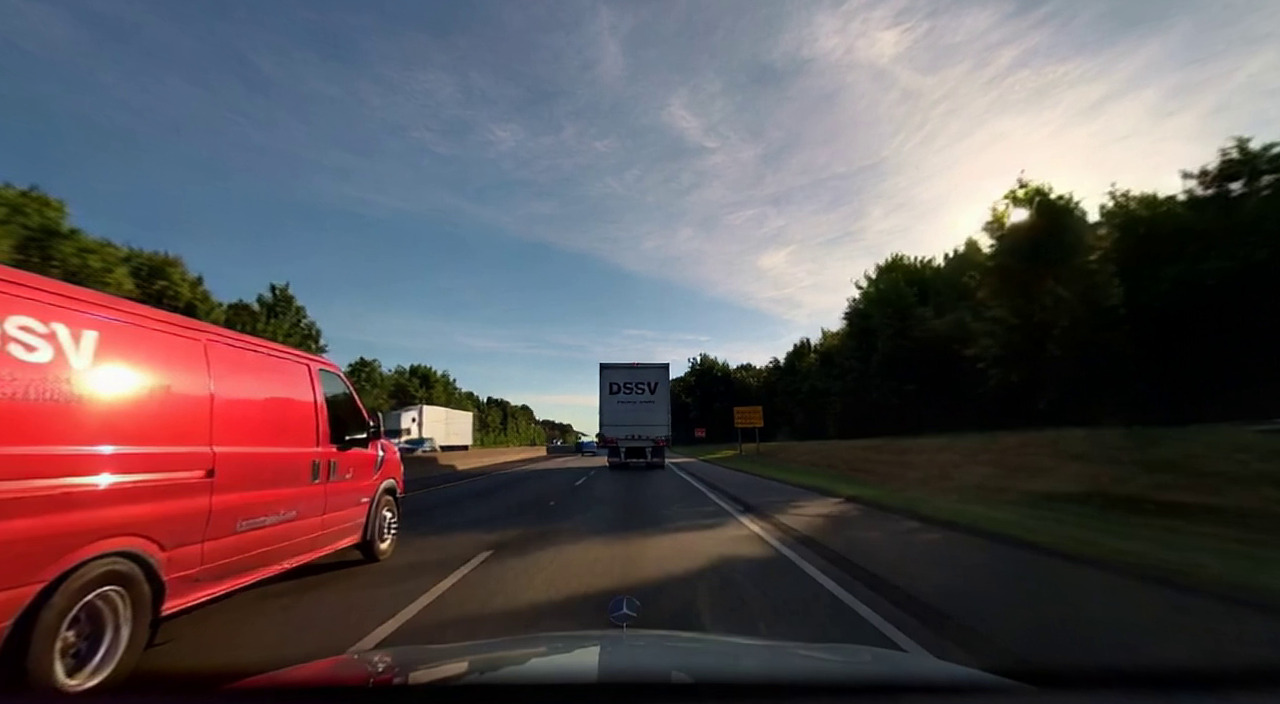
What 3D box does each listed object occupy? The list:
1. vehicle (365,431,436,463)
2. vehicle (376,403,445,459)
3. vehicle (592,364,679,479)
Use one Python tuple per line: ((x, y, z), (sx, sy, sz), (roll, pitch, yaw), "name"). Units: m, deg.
((-12.956, 5.191, 34.429), (2.030, 1.625, 4.658), (0, -8, 0), "vehicle")
((-17.332, 6.070, 47.992), (2.998, 4.020, 5.794), (0, -8, -1), "vehicle")
((-0.328, 3.102, 26.836), (2.969, 3.957, 10.270), (0, -8, -2), "vehicle")
